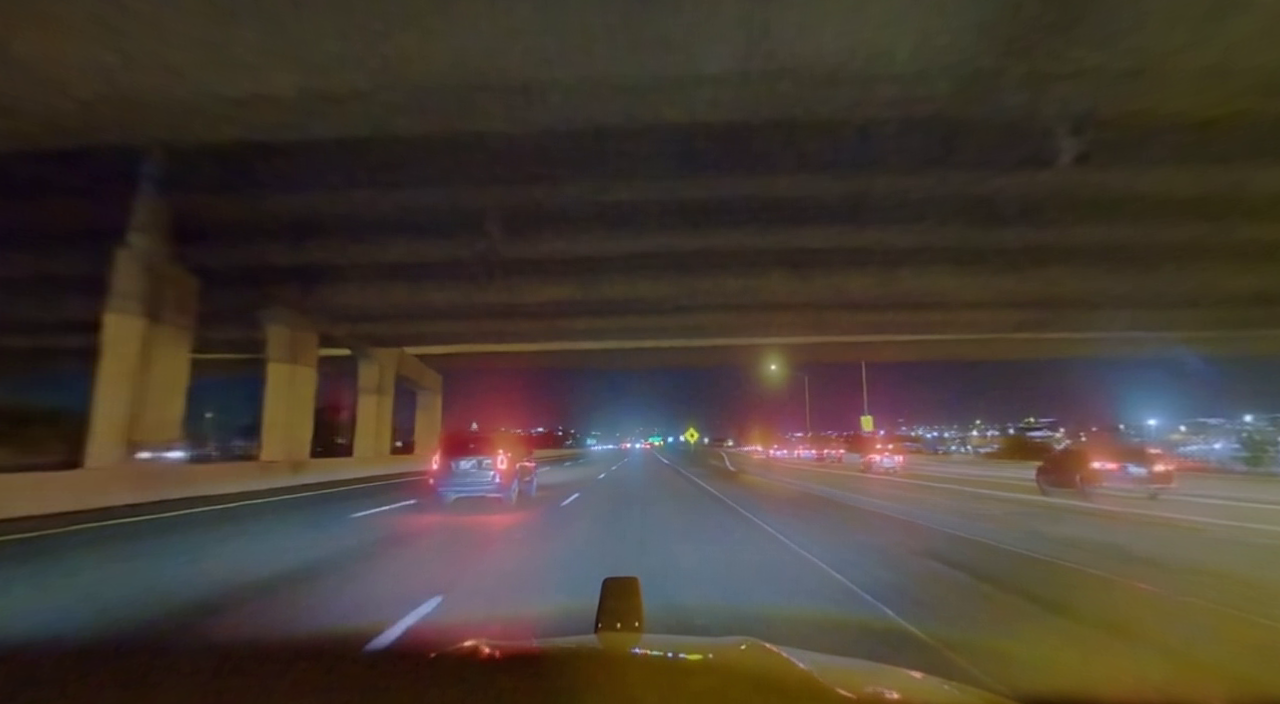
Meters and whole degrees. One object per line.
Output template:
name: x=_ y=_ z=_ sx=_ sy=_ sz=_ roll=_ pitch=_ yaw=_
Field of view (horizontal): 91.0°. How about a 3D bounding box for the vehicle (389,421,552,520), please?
vehicle: x=-3.368 y=2.475 z=13.652 sx=2.203 sy=1.734 sz=4.600 roll=0 pitch=-9 yaw=1
